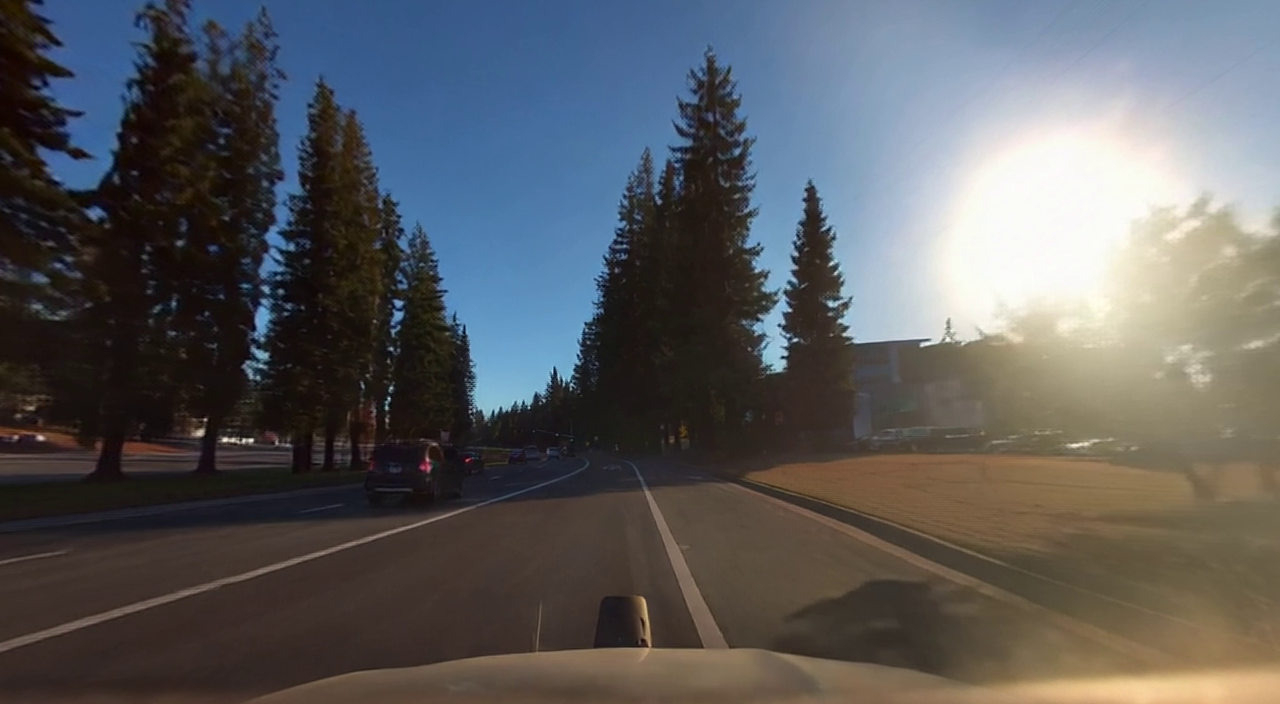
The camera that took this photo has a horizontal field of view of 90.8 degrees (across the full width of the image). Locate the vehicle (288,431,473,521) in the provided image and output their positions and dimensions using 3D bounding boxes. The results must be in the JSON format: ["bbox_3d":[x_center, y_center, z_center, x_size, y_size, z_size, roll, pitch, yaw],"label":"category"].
[{"bbox_3d":[-5.763,2.807,14.887,2.210,1.737,4.649,0,-9,2],"label":"vehicle"}]
